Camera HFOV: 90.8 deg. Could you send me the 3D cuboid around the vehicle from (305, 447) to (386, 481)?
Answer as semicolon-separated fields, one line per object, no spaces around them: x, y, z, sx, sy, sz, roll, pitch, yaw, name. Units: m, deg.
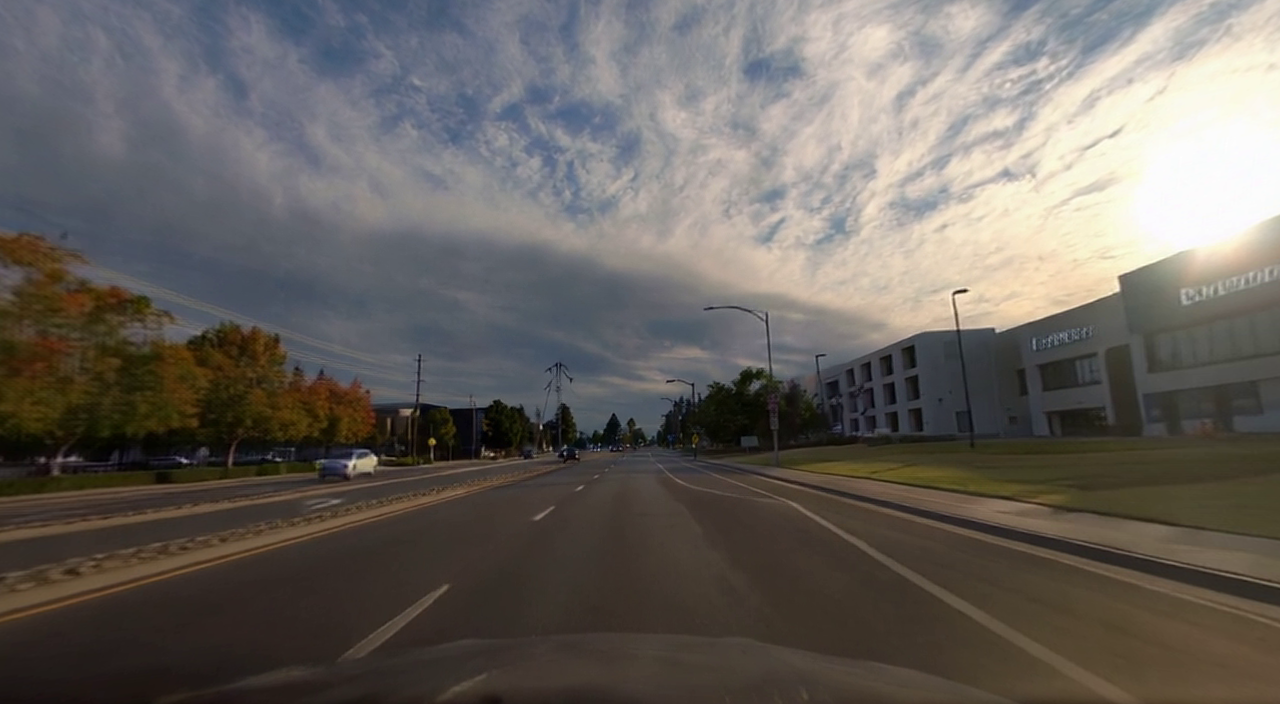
-16.007;6.094;34.678;2.131;1.679;4.554;-1;-8;2;vehicle
